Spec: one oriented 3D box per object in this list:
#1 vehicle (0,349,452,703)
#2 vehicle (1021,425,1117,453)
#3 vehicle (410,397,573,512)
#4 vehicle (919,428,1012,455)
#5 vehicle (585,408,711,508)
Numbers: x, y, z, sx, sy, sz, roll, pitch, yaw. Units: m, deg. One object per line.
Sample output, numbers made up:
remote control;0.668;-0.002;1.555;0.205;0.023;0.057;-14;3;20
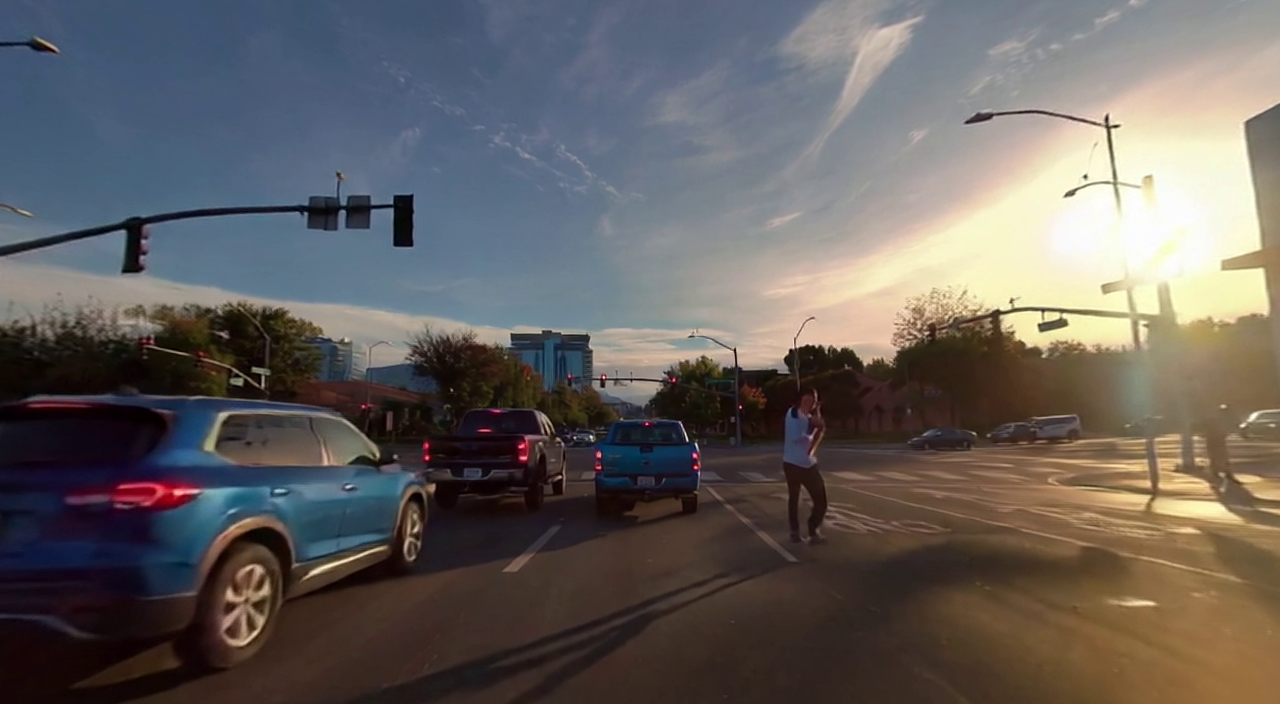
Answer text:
vehicle;-3.278;1.154;5.149;2.006;1.707;4.448;0;-8;1
vehicle;28.383;5.763;41.585;4.849;1.759;2.041;0;-8;-2
vehicle;-2.773;2.091;13.104;2.220;1.926;4.870;0;-8;0
vehicle;19.742;5.435;38.232;4.624;1.601;1.871;0;-8;-2
vehicle;0.099;2.197;13.389;2.204;1.738;4.690;0;-8;-1
